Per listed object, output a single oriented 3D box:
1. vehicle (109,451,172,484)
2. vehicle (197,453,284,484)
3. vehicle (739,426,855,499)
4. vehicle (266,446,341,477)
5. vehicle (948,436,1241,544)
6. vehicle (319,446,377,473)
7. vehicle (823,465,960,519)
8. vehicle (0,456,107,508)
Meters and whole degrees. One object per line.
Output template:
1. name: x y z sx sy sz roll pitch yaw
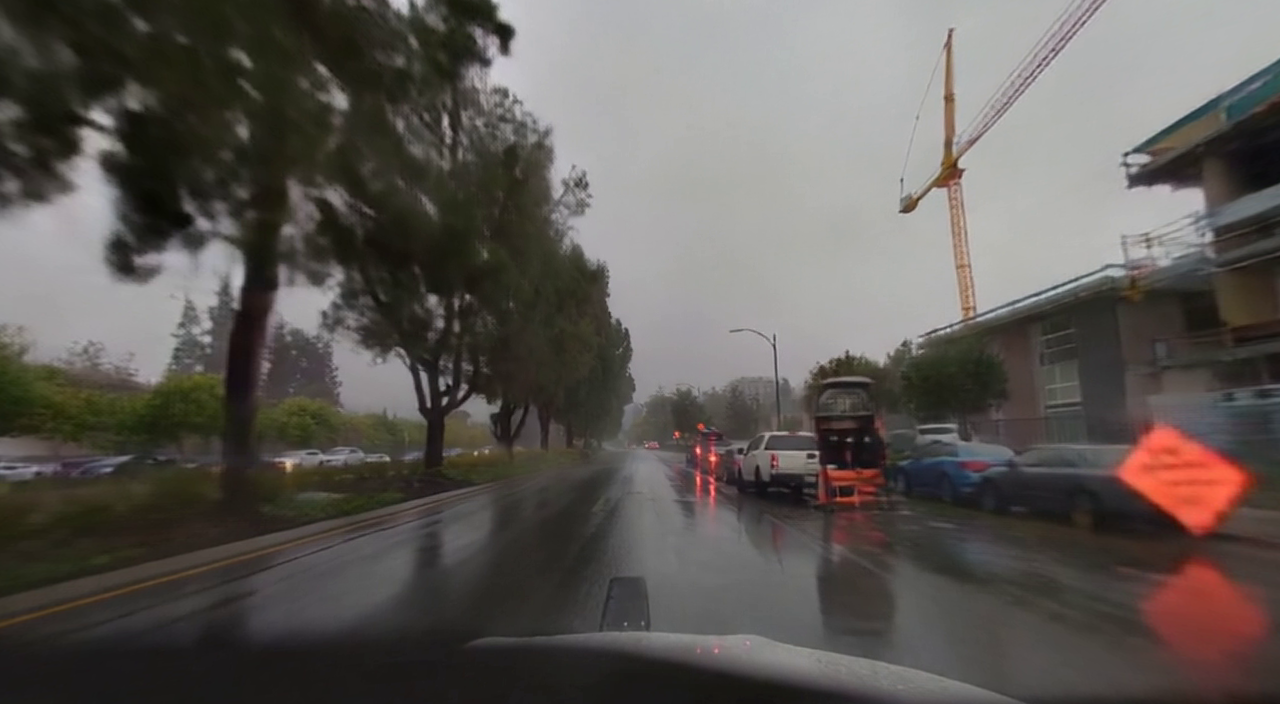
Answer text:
1. vehicle: -28.779 6.559 36.244 4.514 1.692 2.108 -8 -11 44
2. vehicle: -21.600 6.264 34.283 1.811 1.480 4.425 0 -8 0
3. vehicle: 4.356 3.164 18.419 2.050 1.832 4.794 0 -8 -1
4. vehicle: -21.579 7.021 40.675 1.986 1.805 5.444 0 -8 -2
5. vehicle: 7.433 2.248 11.028 1.933 1.483 4.330 0 -8 1
6. vehicle: -21.600 7.966 46.888 2.027 1.855 4.908 0 -8 -2
7. vehicle: 4.996 2.800 12.837 1.973 0.903 2.151 0 -8 3
8. vehicle: -21.742 4.548 22.477 1.832 1.583 4.083 0 -8 0
